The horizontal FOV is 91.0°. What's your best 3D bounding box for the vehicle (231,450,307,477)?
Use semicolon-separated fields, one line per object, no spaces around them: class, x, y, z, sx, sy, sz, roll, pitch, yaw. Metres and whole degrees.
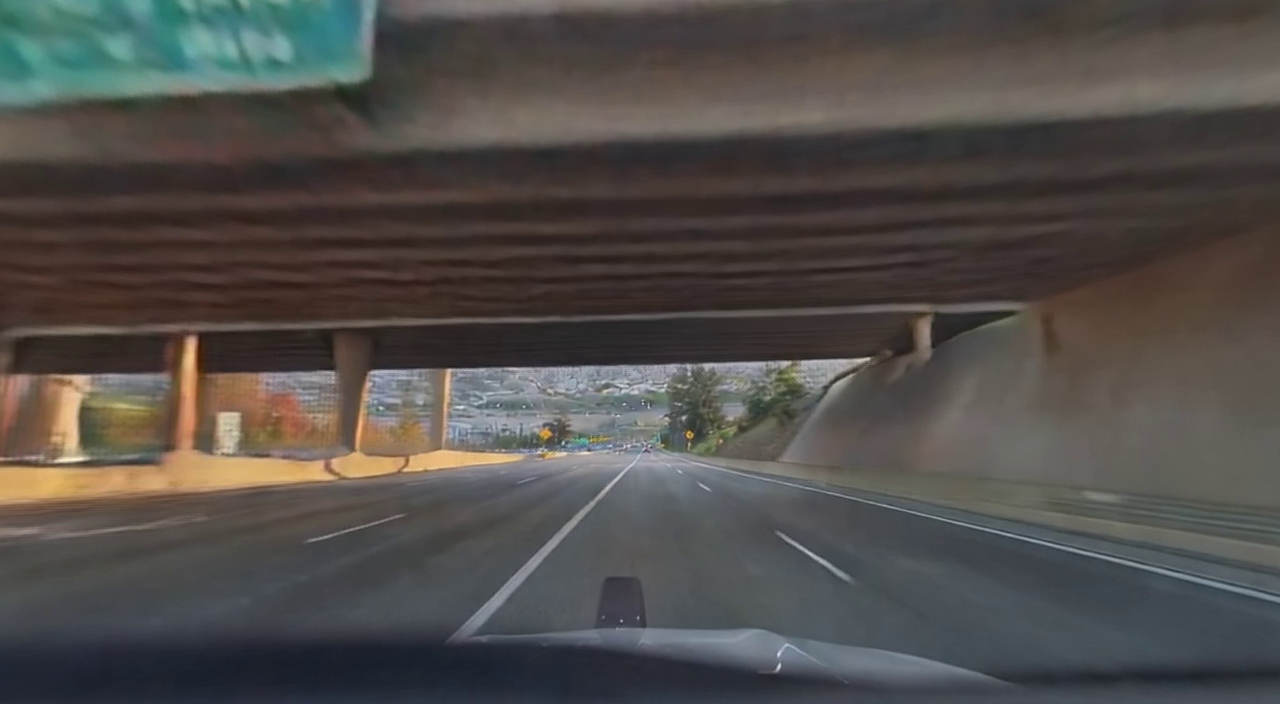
vehicle;-22.320;6.701;38.081;1.878;1.506;4.380;-1;-9;1
